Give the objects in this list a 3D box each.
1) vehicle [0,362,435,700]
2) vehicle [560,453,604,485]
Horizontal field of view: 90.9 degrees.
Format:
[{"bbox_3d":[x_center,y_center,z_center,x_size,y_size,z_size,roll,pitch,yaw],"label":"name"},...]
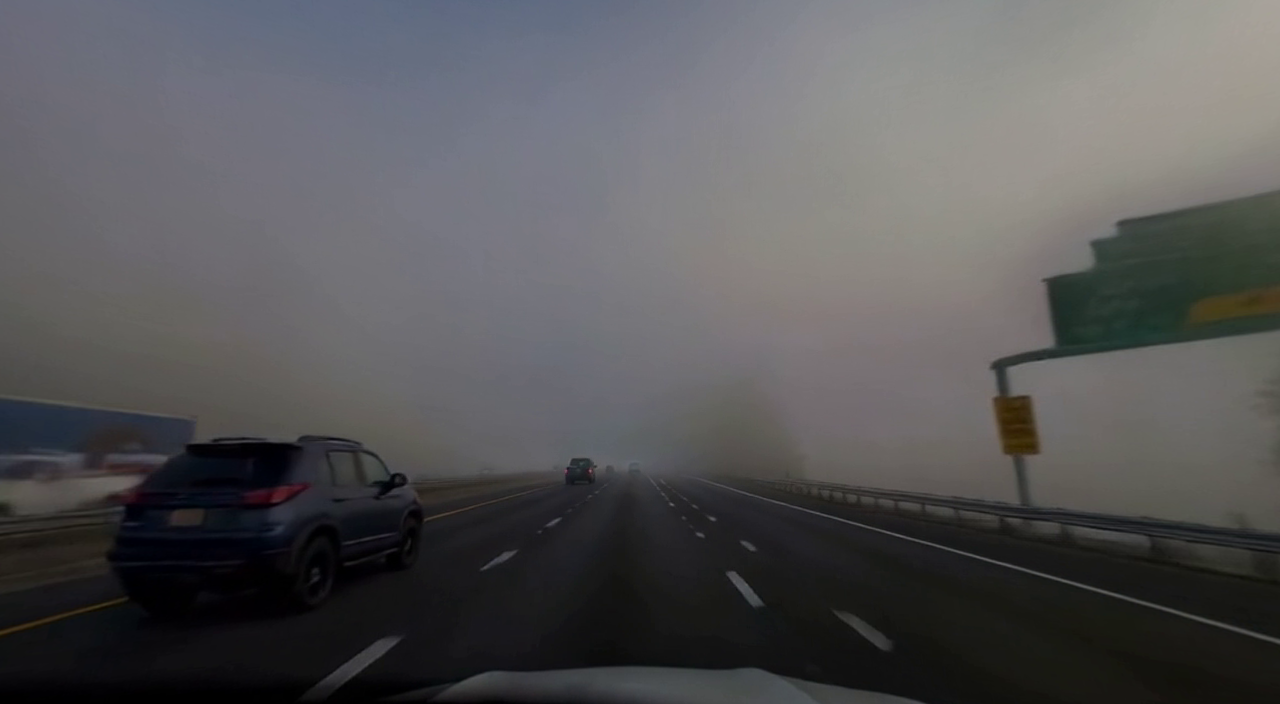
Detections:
[{"bbox_3d":[-3.918,1.422,6.006,2.272,1.873,4.832,1,-10,0],"label":"vehicle"},{"bbox_3d":[-3.706,7.602,41.001,2.390,1.879,4.423,1,-11,0],"label":"vehicle"}]
